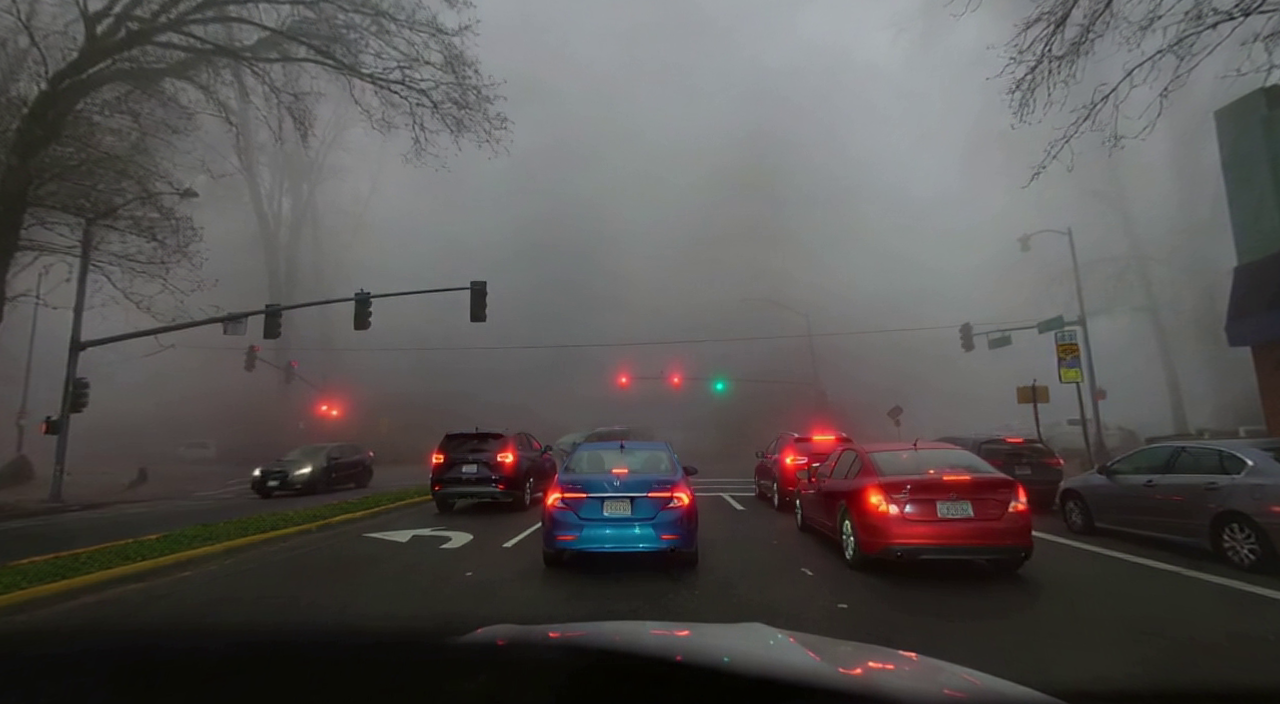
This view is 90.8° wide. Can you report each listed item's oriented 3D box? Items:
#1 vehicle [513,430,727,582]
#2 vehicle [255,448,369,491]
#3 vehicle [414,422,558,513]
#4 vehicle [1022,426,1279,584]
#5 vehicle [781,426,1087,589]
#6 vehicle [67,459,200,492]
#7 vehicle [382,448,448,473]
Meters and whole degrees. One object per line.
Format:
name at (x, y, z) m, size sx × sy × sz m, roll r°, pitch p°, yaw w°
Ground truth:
vehicle at (-0.177, 1.812, 8.225) m, size 2.098 × 1.477 × 3.897 m, roll 0°, pitch -8°, yaw 1°
vehicle at (-12.413, 4.451, 24.282) m, size 1.872 × 1.463 × 4.455 m, roll 0°, pitch -8°, yaw 2°
vehicle at (-3.452, 2.718, 15.410) m, size 2.160 × 1.823 × 5.115 m, roll 0°, pitch -8°, yaw 1°
vehicle at (7.189, 1.733, 7.829) m, size 2.004 × 1.508 × 4.646 m, roll 0°, pitch -8°, yaw 0°
vehicle at (3.234, 1.769, 8.073) m, size 2.020 × 1.513 × 4.120 m, roll 0°, pitch -8°, yaw 2°
vehicle at (-25.283, 6.147, 31.723) m, size 4.679 × 1.488 × 2.052 m, roll 2°, pitch -9°, yaw -13°
vehicle at (-16.216, 7.806, 45.805) m, size 1.925 × 1.686 × 4.761 m, roll -3°, pitch -9°, yaw 19°
